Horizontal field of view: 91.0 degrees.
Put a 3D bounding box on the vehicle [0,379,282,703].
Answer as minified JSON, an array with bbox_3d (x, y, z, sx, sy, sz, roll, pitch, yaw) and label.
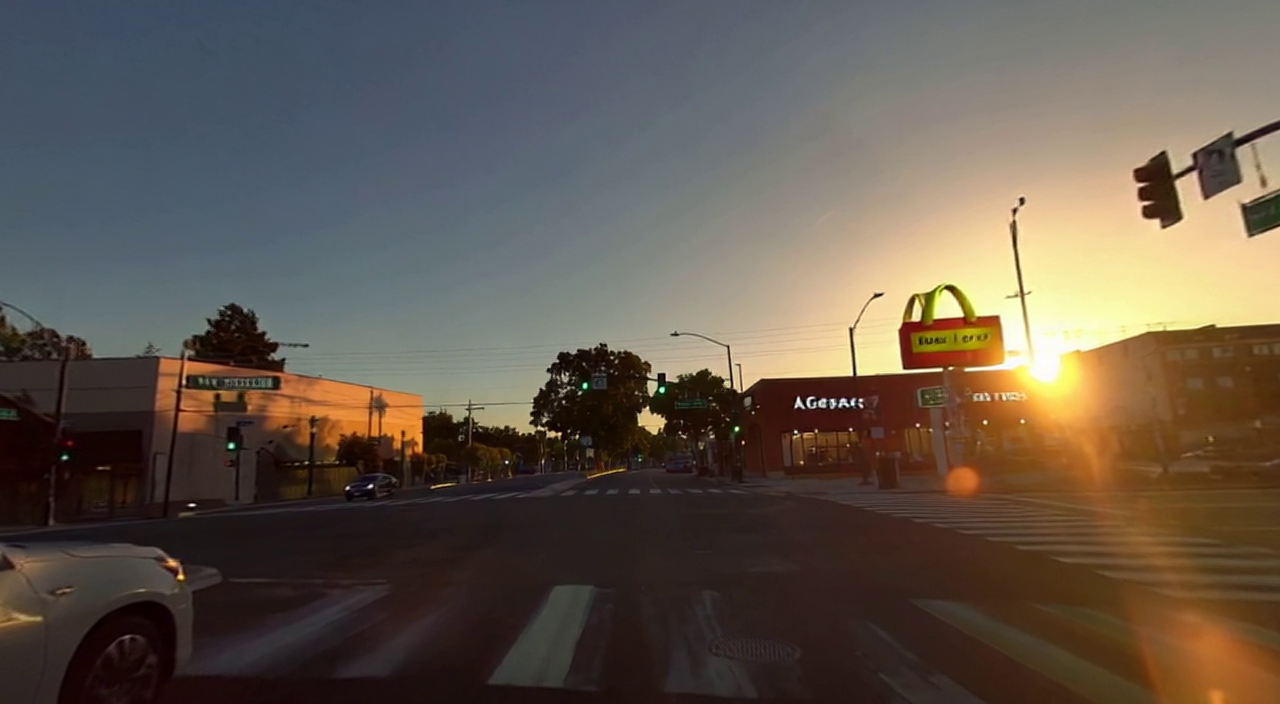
[{"bbox_3d":[-3.386,0.832,1.640,2.081,1.644,4.523,0,-9,2],"label":"vehicle"}]

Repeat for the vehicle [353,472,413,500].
[{"bbox_3d":[-15.820,8.246,39.031,1.931,1.471,4.152,0,-9,1],"label":"vehicle"}]
